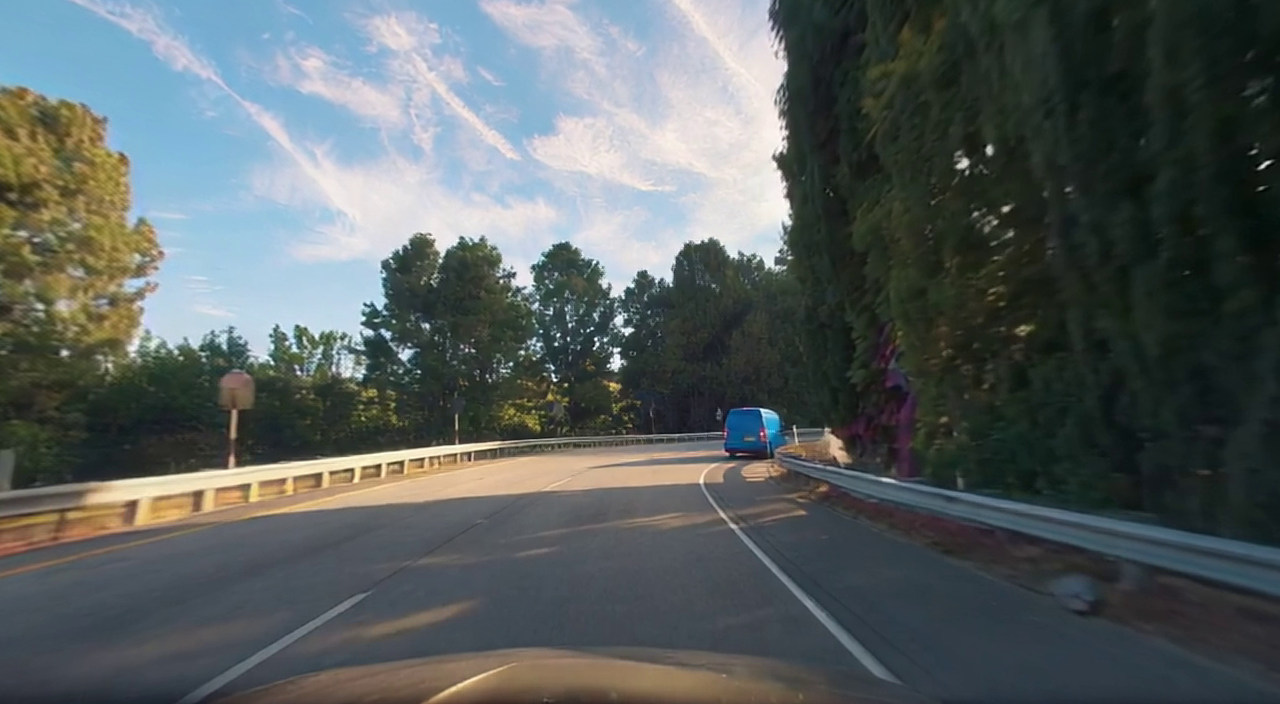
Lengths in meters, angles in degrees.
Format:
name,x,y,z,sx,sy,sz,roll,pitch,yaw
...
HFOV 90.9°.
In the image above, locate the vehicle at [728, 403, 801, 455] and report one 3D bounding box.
name,x,y,z,sx,sy,sz,roll,pitch,yaw
vehicle,6.898,4.222,34.474,2.352,2.577,5.330,-4,-9,29
